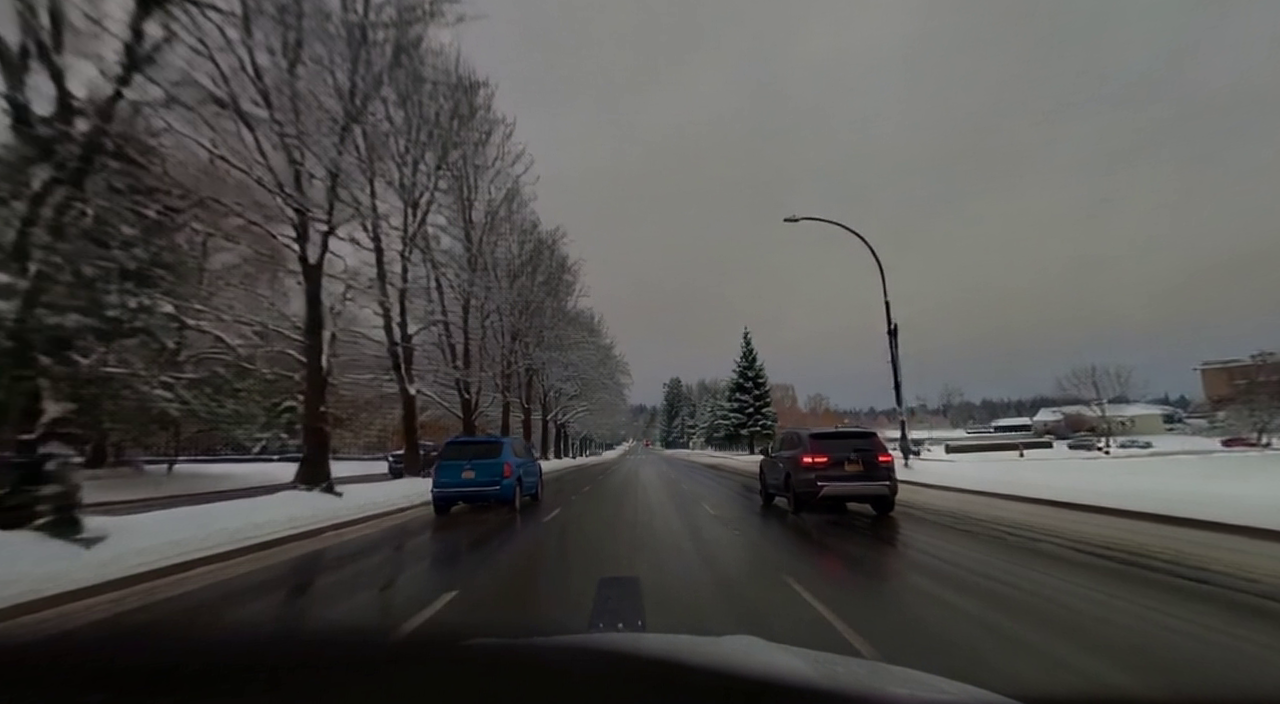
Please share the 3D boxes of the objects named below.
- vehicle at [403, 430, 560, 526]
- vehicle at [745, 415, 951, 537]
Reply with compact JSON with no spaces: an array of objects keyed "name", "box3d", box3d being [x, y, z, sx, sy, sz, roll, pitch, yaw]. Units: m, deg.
[{"name":"vehicle","box3d":[-3.009,2.496,13.025,2.025,1.635,4.293,0,-8,2]},{"name":"vehicle","box3d":[3.472,2.195,11.787,2.087,1.759,5.040,0,-8,-1]}]
